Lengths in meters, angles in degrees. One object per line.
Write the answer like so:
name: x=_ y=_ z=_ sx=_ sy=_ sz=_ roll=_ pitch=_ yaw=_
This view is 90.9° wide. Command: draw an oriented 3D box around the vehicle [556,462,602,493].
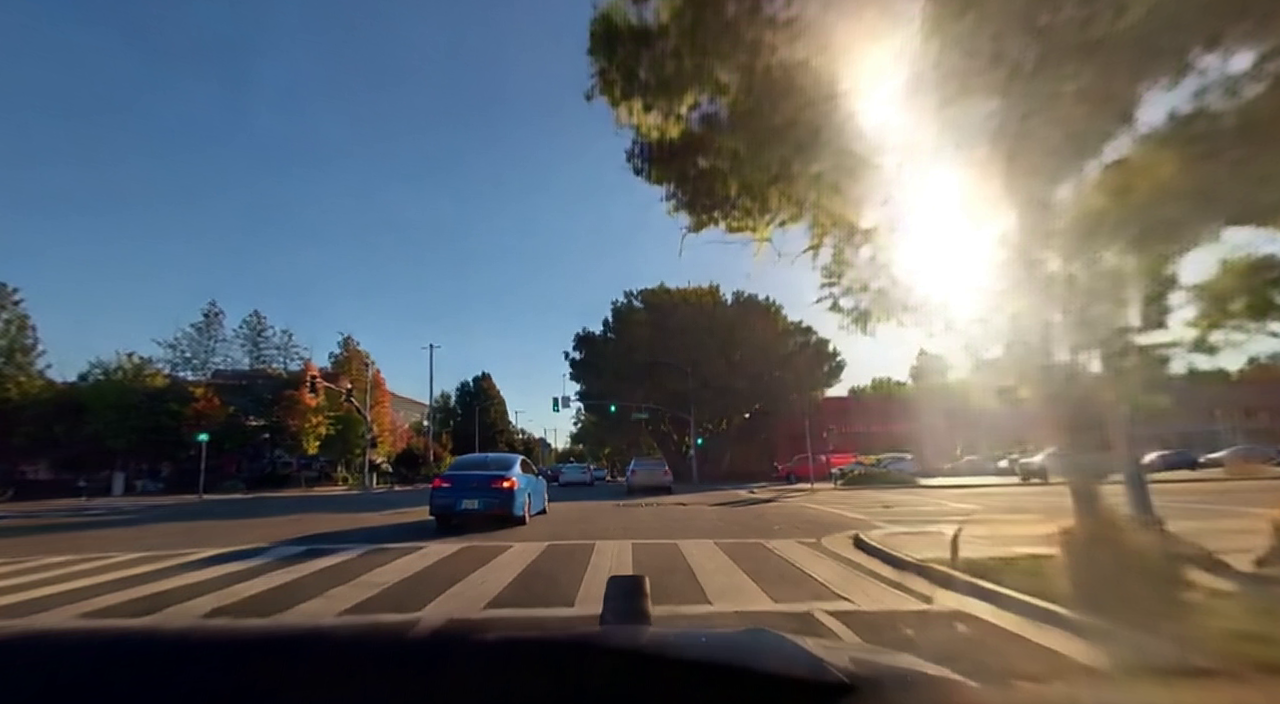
vehicle: x=-3.329 y=6.960 z=35.178 sx=2.013 sy=1.474 sz=4.393 roll=-1 pitch=-8 yaw=1

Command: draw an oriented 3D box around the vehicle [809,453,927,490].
vehicle: x=11.035 y=5.866 z=30.791 sx=4.875 sy=1.473 sz=2.077 roll=-3 pitch=-12 yaw=-1

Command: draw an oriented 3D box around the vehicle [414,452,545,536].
vehicle: x=-3.335 y=3.008 z=13.850 sx=1.960 sy=1.528 sz=3.490 roll=0 pitch=-8 yaw=0

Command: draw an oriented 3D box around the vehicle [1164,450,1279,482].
vehicle: x=28.997 y=5.607 z=31.156 sx=4.365 sy=1.448 sz=1.928 roll=0 pitch=-8 yaw=1

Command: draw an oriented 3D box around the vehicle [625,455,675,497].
vehicle: x=0.433 y=5.636 z=28.893 sx=2.163 sy=1.678 sz=3.846 roll=0 pitch=-8 yaw=0

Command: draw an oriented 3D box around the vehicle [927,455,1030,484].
vehicle: x=18.561 y=6.446 z=34.741 sx=4.478 sy=1.495 sz=2.063 roll=0 pitch=-8 yaw=0

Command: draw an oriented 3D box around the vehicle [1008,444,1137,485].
vehicle: x=21.089 y=5.501 z=30.901 sx=4.585 sy=1.681 sz=2.140 roll=-3 pitch=-10 yaw=0
